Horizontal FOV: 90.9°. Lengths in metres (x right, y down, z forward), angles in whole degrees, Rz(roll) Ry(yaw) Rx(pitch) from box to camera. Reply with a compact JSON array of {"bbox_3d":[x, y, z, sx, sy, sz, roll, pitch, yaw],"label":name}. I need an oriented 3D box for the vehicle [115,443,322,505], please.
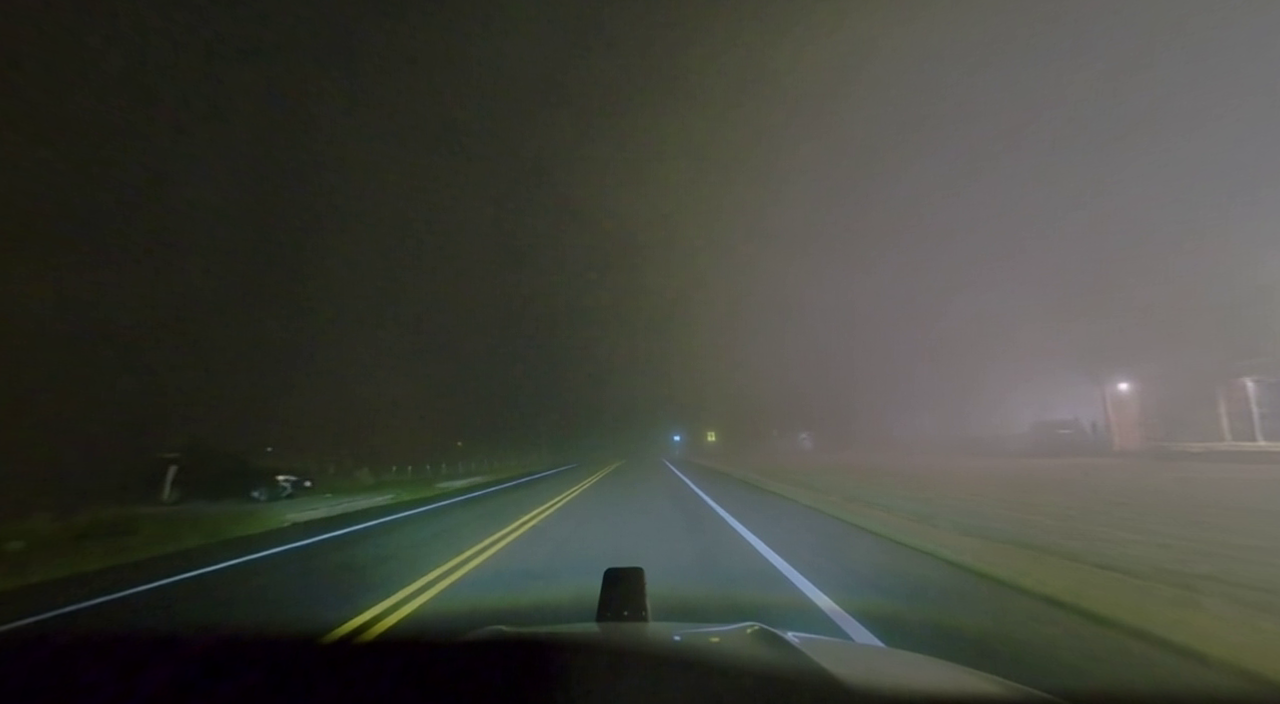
[{"bbox_3d":[-12.781,3.700,19.409,4.813,1.763,2.048,0,-8,-2],"label":"vehicle"}]
